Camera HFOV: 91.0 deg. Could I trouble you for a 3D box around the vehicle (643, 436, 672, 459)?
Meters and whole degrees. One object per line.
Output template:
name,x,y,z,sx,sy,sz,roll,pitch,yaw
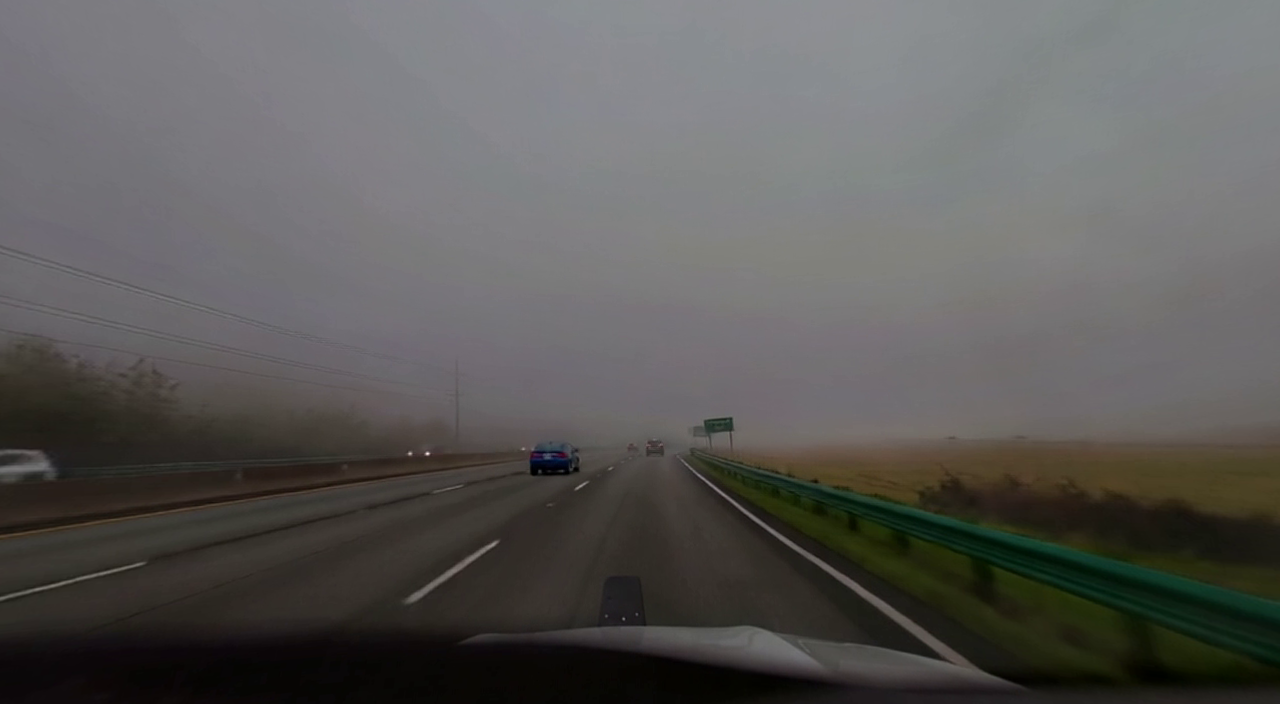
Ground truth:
vehicle,1.368,7.449,49.189,2.176,1.725,4.182,0,-8,2

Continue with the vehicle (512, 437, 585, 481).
vehicle,-3.397,4.036,24.179,2.021,1.515,4.453,0,-8,2

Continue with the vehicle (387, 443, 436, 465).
vehicle,-15.642,7.004,43.304,1.804,1.419,3.775,0,-8,2
